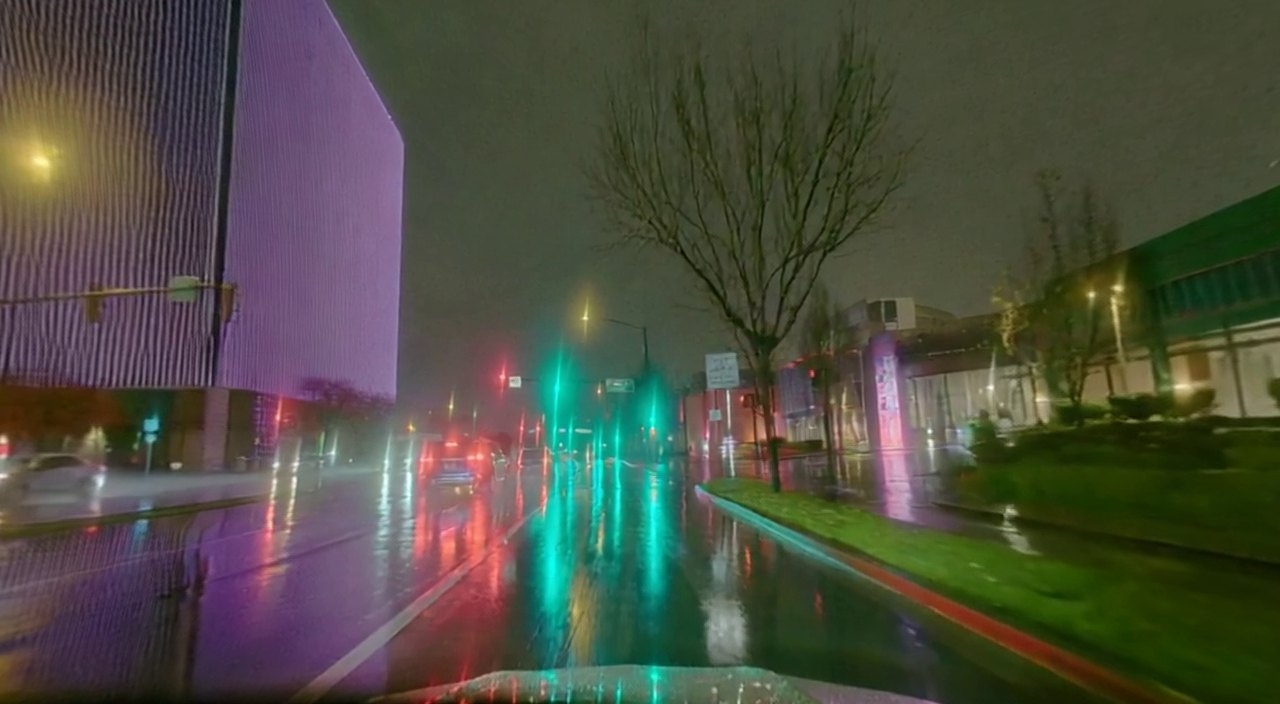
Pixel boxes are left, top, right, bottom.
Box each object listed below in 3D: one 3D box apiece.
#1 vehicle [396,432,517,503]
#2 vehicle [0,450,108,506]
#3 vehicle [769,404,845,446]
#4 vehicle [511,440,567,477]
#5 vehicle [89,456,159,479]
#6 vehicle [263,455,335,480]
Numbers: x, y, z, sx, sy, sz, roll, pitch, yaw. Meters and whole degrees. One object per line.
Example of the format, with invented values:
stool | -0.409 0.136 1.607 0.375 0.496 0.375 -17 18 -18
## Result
vehicle | -5.039 3.254 18.063 2.169 1.741 4.588 1 -9 -2
vehicle | -21.091 4.218 21.453 2.145 1.698 4.499 1 -9 -3
vehicle | 12.906 5.779 49.030 4.005 2.827 4.538 4 -11 -14
vehicle | -5.529 5.941 35.316 2.384 1.849 5.009 0 -9 -1
vehicle | -40.899 9.153 49.943 4.004 1.503 1.782 -2 -8 -2
vehicle | -23.876 8.070 44.312 2.103 1.590 4.613 -1 -9 6
